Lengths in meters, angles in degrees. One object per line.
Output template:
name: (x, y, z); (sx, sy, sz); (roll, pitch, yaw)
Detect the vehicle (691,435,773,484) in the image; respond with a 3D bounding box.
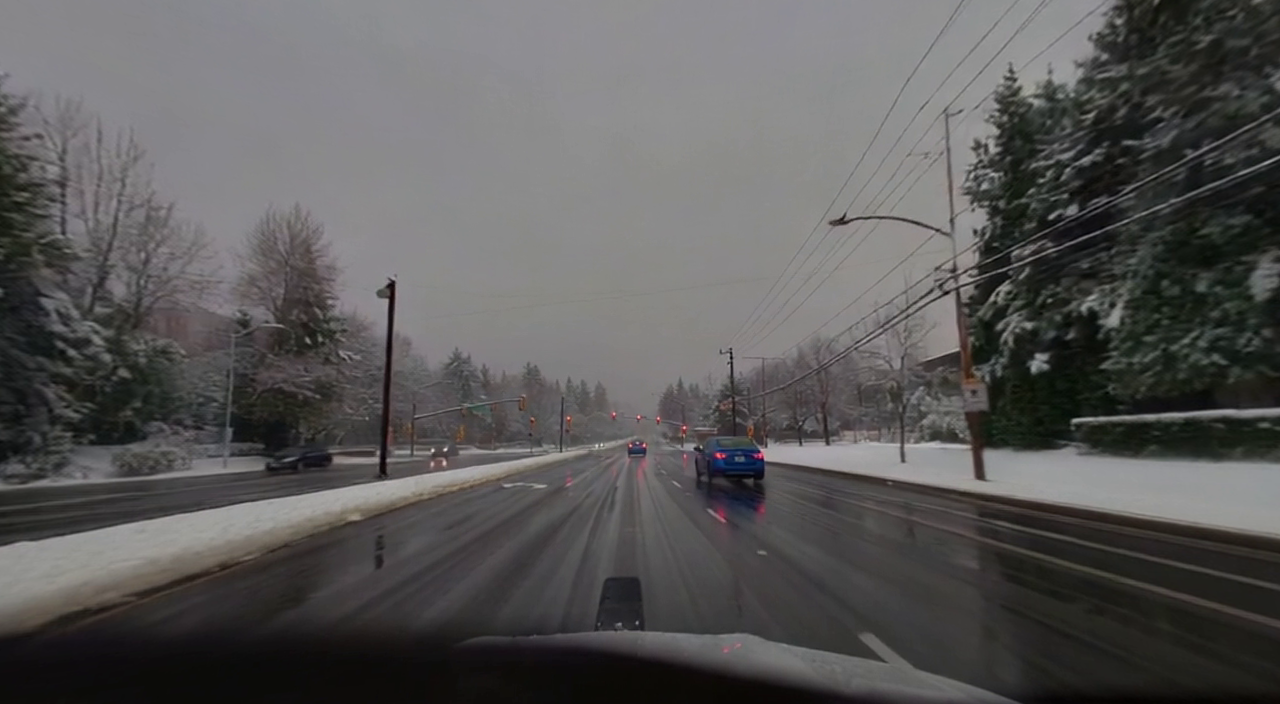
vehicle: (2.964, 3.562, 21.345); (2.004, 1.448, 4.263); (0, -8, -2)

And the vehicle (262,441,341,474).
vehicle: (-20.097, 6.236, 37.785); (1.969, 1.818, 4.889); (0, -8, 1)
